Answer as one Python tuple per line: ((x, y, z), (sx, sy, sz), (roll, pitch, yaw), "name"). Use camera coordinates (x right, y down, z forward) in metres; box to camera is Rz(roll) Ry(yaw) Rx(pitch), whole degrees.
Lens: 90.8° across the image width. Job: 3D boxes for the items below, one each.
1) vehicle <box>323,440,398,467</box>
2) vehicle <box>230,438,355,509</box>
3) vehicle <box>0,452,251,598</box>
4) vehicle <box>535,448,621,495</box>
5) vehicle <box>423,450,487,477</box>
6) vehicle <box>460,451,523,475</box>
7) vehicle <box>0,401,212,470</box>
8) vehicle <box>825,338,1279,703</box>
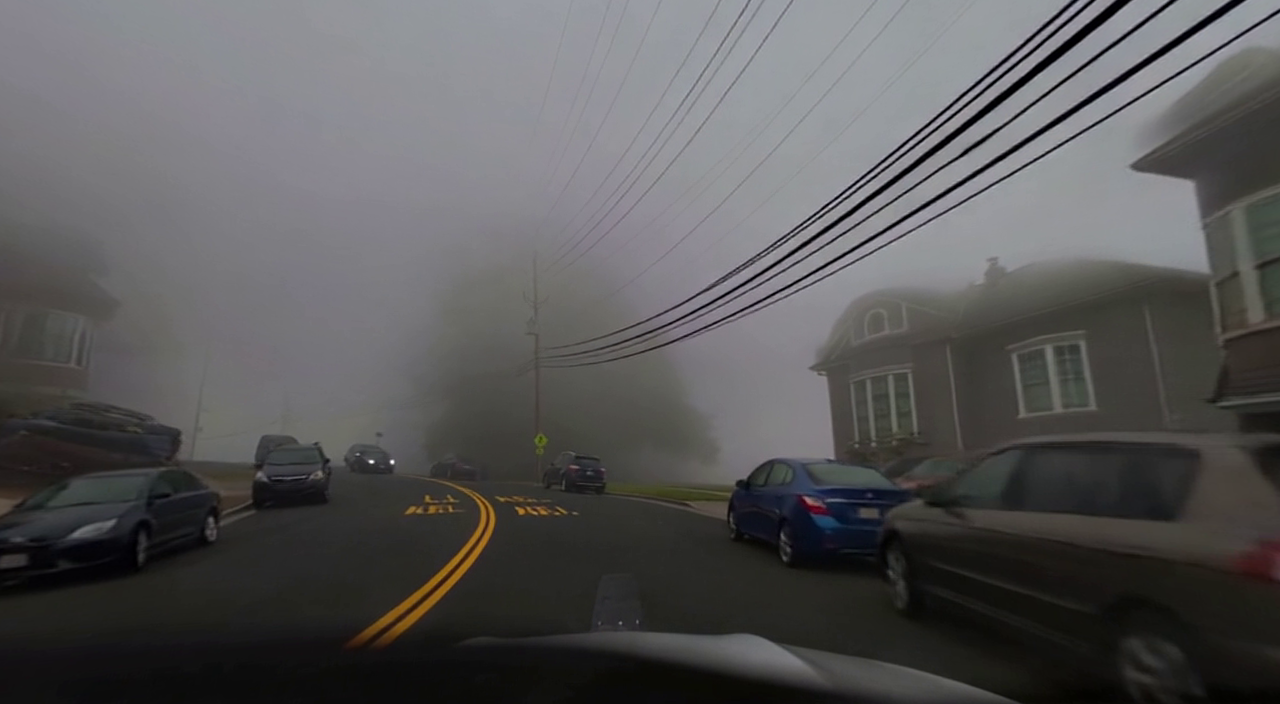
((-21.550, 7.820, 48.689), (5.504, 1.869, 2.449), (-5, -15, 33), "vehicle")
((-9.399, 3.258, 17.518), (2.023, 1.674, 4.556), (3, -9, -16), "vehicle")
((-7.279, 2.205, 8.658), (2.003, 1.447, 3.642), (-4, -8, -8), "vehicle")
((-2.647, 4.830, 25.900), (1.994, 1.682, 4.750), (7, -11, -24), "vehicle")
((-11.620, 6.921, 39.560), (1.923, 1.531, 4.568), (8, -11, -42), "vehicle")
((-11.019, 8.217, 47.001), (2.023, 1.586, 4.163), (-8, -10, 38), "vehicle")
((-17.292, 2.674, 20.044), (5.822, 1.956, 2.355), (5, -10, -29), "vehicle")
((2.992, 1.105, 3.858), (1.974, 1.769, 4.610), (1, -9, -5), "vehicle")
